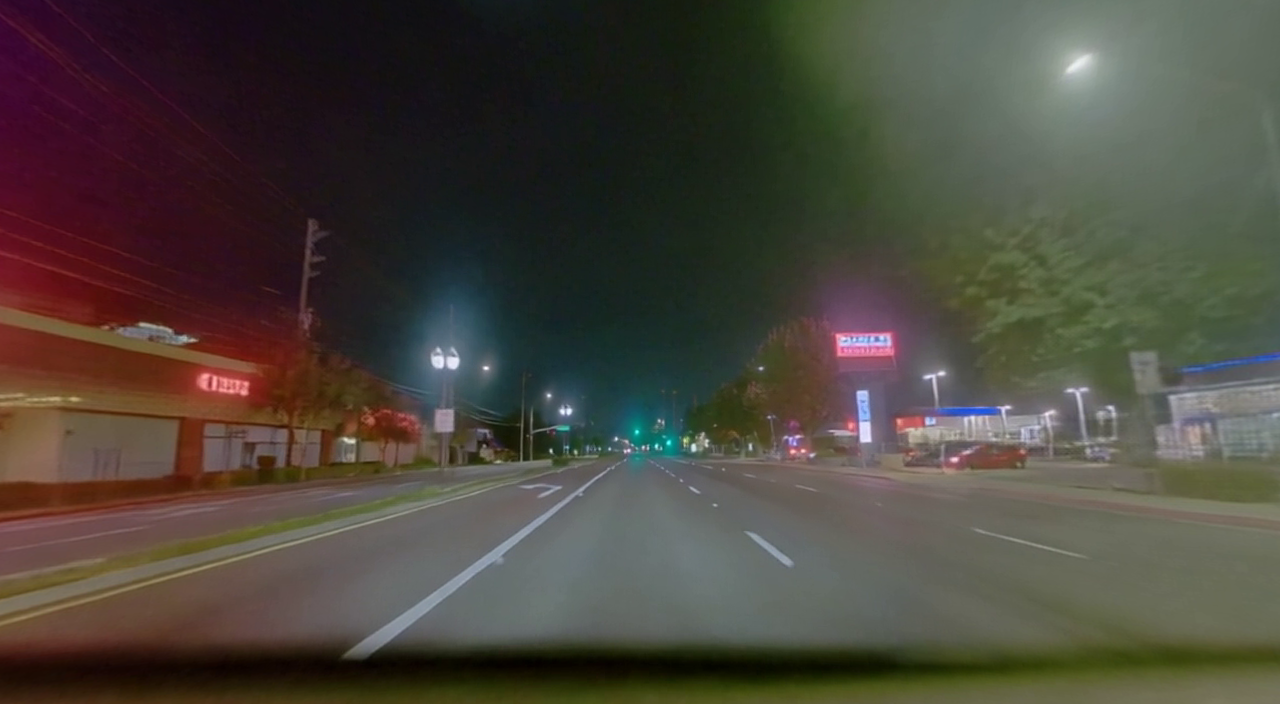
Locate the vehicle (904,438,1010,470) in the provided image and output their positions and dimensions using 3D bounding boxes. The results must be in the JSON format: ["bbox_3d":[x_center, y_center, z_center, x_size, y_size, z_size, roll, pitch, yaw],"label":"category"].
[{"bbox_3d":[17.985,5.827,36.031,4.935,1.753,1.958,0,-9,1],"label":"vehicle"}]

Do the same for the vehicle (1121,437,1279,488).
[{"bbox_3d":[18.654,3.580,20.739,1.846,1.466,4.679,0,-9,-3],"label":"vehicle"}]

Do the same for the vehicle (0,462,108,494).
[{"bbox_3d":[-27.194,5.725,28.784,4.282,1.296,1.914,-2,-10,4],"label":"vehicle"}]

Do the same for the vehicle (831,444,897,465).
[{"bbox_3d":[17.115,7.831,48.441,4.324,1.536,1.947,0,-9,-1],"label":"vehicle"}]

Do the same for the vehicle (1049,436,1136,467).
[{"bbox_3d":[28.047,6.196,39.361,1.931,1.784,4.813,0,-9,2],"label":"vehicle"}]
